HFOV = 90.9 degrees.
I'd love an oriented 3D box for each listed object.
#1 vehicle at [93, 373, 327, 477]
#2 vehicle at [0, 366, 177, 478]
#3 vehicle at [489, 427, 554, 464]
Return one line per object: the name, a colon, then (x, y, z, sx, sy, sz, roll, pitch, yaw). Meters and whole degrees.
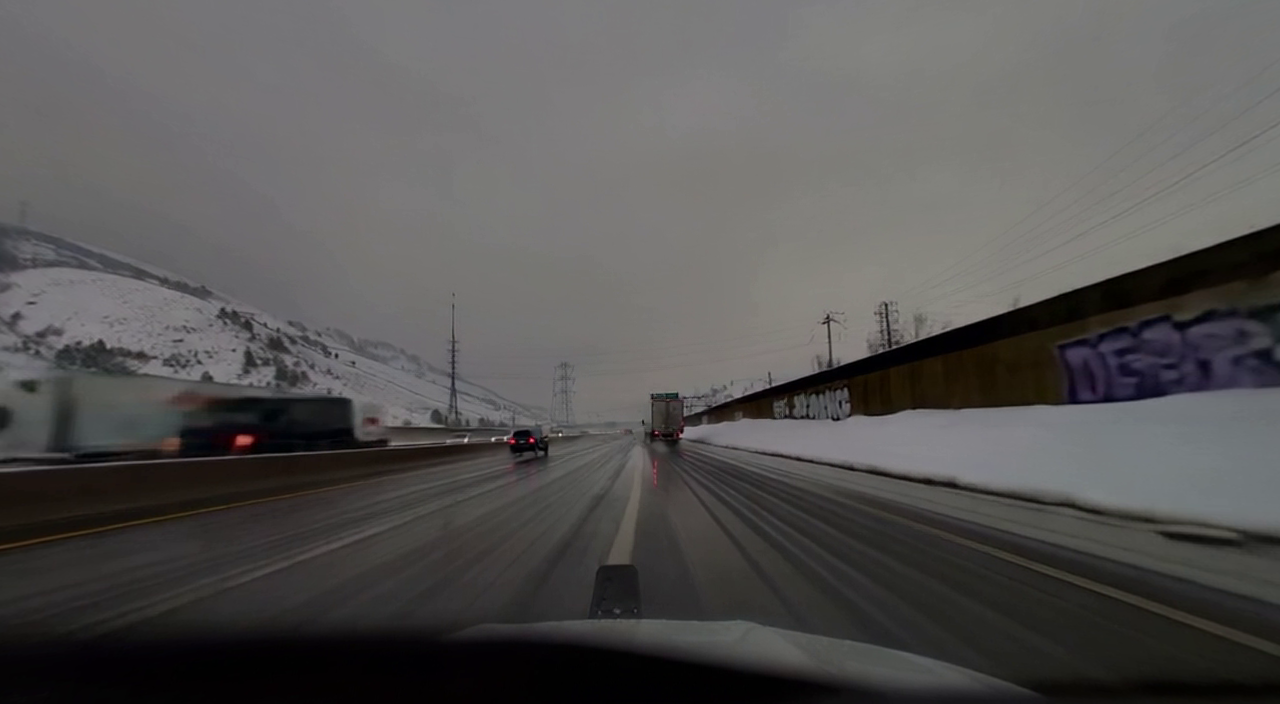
vehicle: (-13.484, 2.443, 20.725, 2.567, 2.823, 7.062, 0, -8, 1)
vehicle: (-21.017, 2.641, 23.377, 2.982, 3.628, 5.869, 0, -8, 0)
vehicle: (-5.219, 4.166, 28.322, 1.965, 1.486, 4.448, 0, -8, 1)
